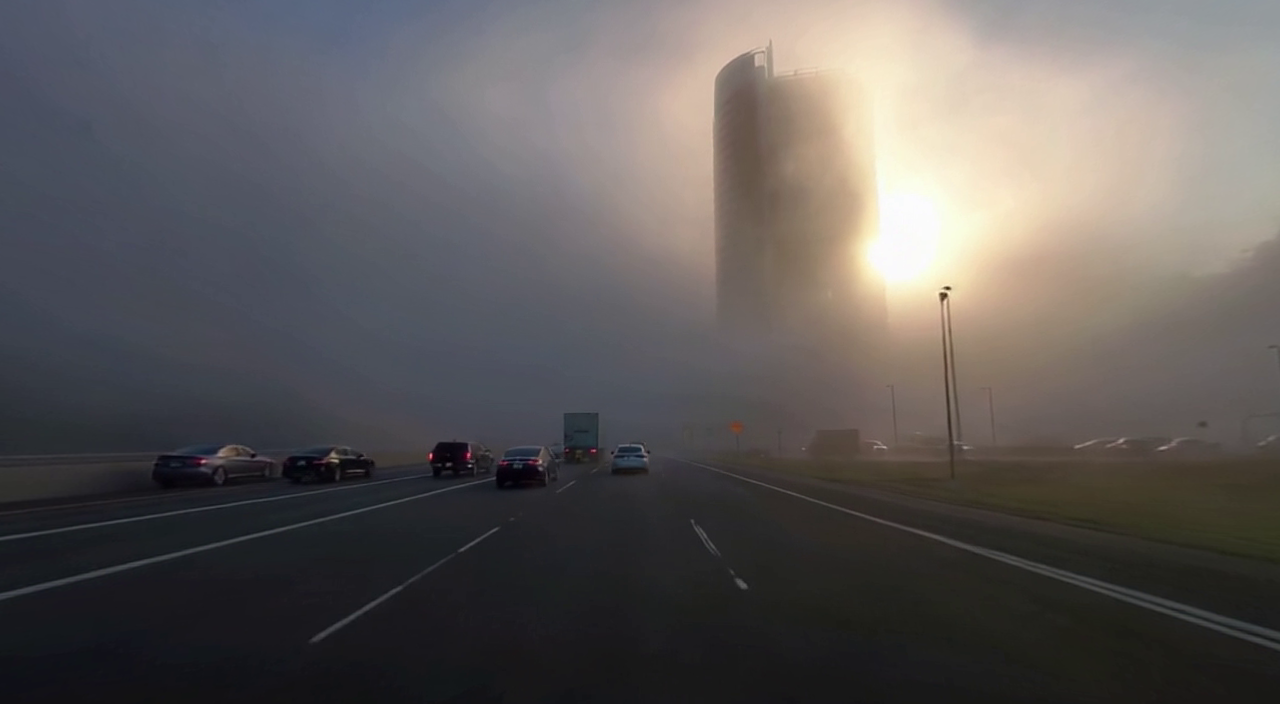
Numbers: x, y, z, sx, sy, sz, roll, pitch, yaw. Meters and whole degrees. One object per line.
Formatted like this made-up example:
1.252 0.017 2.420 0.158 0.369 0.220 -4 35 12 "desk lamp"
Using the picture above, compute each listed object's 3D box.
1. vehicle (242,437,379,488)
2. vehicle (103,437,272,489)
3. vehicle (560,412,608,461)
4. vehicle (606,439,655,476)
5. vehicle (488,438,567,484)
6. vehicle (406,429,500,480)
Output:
-10.800 3.643 21.125 1.987 1.495 4.710 0 -8 1 "vehicle"
-14.557 3.579 20.692 1.948 1.483 4.814 0 -8 0 "vehicle"
-4.080 6.460 47.652 2.955 3.359 8.322 0 -8 -1 "vehicle"
-0.397 4.650 27.952 1.991 1.488 3.922 0 -8 0 "vehicle"
-3.989 3.923 23.049 2.016 1.497 4.235 0 -8 1 "vehicle"
-7.287 4.063 25.184 2.190 1.821 4.800 0 -8 1 "vehicle"
